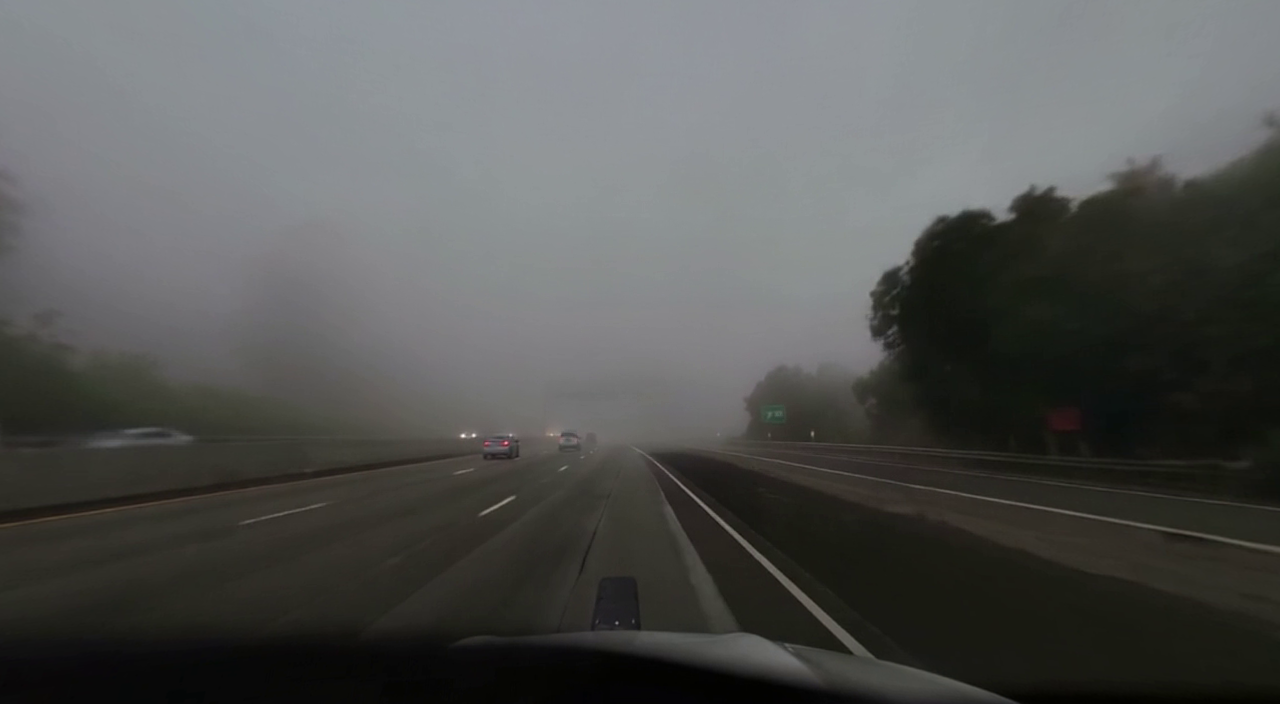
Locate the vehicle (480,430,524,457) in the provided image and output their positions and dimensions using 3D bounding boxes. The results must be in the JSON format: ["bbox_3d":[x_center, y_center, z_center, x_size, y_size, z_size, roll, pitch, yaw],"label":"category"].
[{"bbox_3d":[-8.829,5.895,40.699,1.965,1.605,4.115,0,-8,-1],"label":"vehicle"}]
